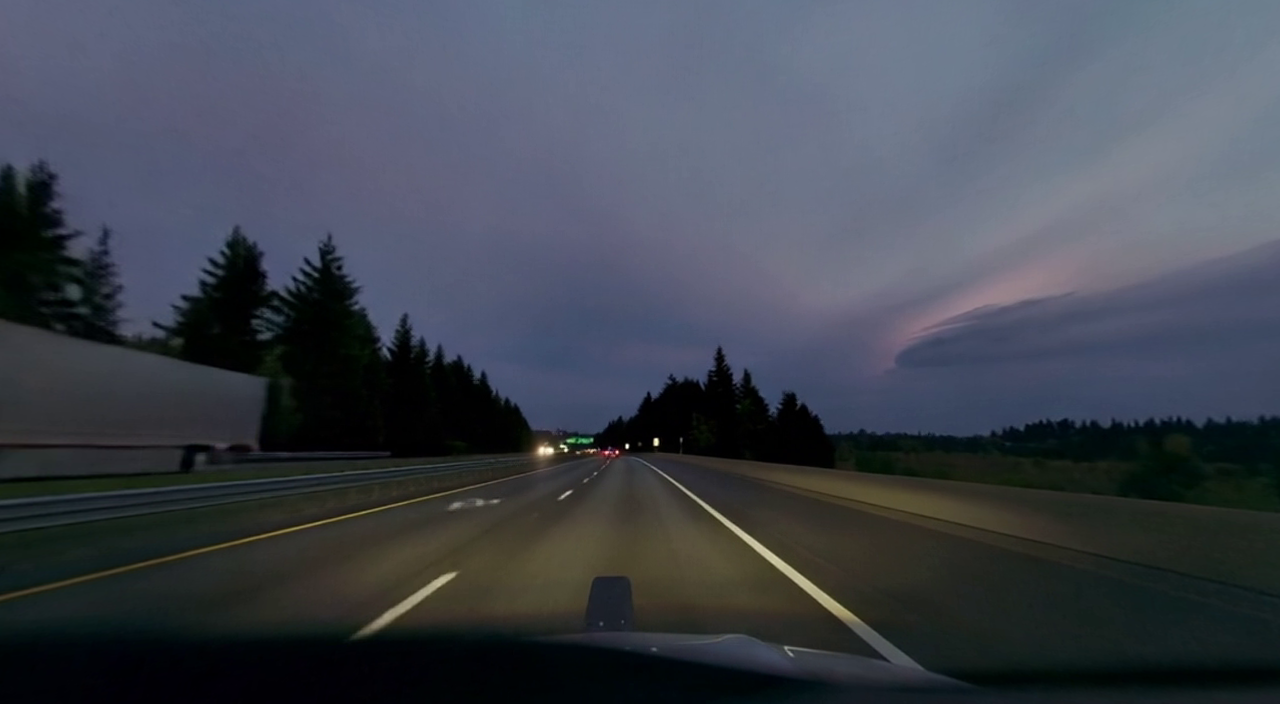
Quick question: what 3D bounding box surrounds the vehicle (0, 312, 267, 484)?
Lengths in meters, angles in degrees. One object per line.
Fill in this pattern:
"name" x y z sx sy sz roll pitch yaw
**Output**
"vehicle" -16.756 1.721 18.983 2.871 4.035 13.724 0 -9 -1
